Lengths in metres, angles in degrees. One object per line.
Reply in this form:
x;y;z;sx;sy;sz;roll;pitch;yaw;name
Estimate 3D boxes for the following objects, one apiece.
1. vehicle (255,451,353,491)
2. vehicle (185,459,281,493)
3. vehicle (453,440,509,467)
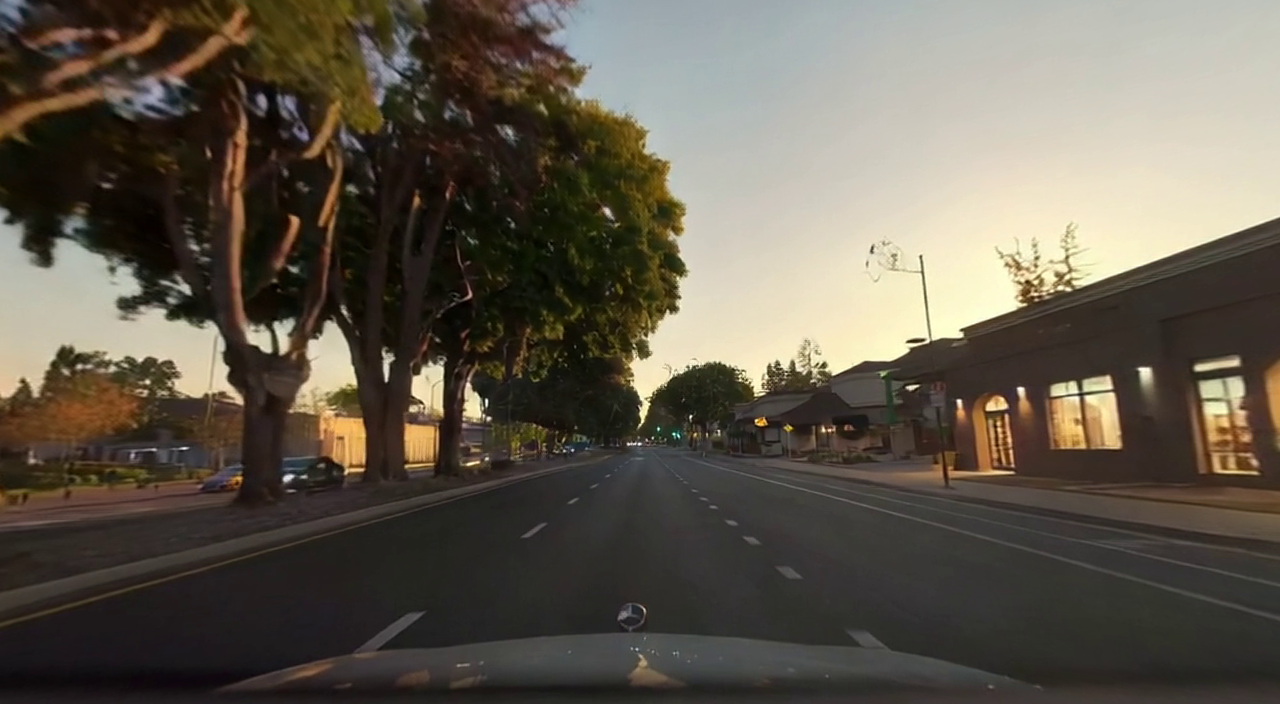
-14.344;5.075;27.239;1.829;1.505;4.275;0;-8;1;vehicle
-21.684;6.571;33.820;1.881;1.537;4.611;-3;-9;3;vehicle
-11.654;7.472;46.671;2.401;1.892;5.928;-1;-8;2;vehicle
